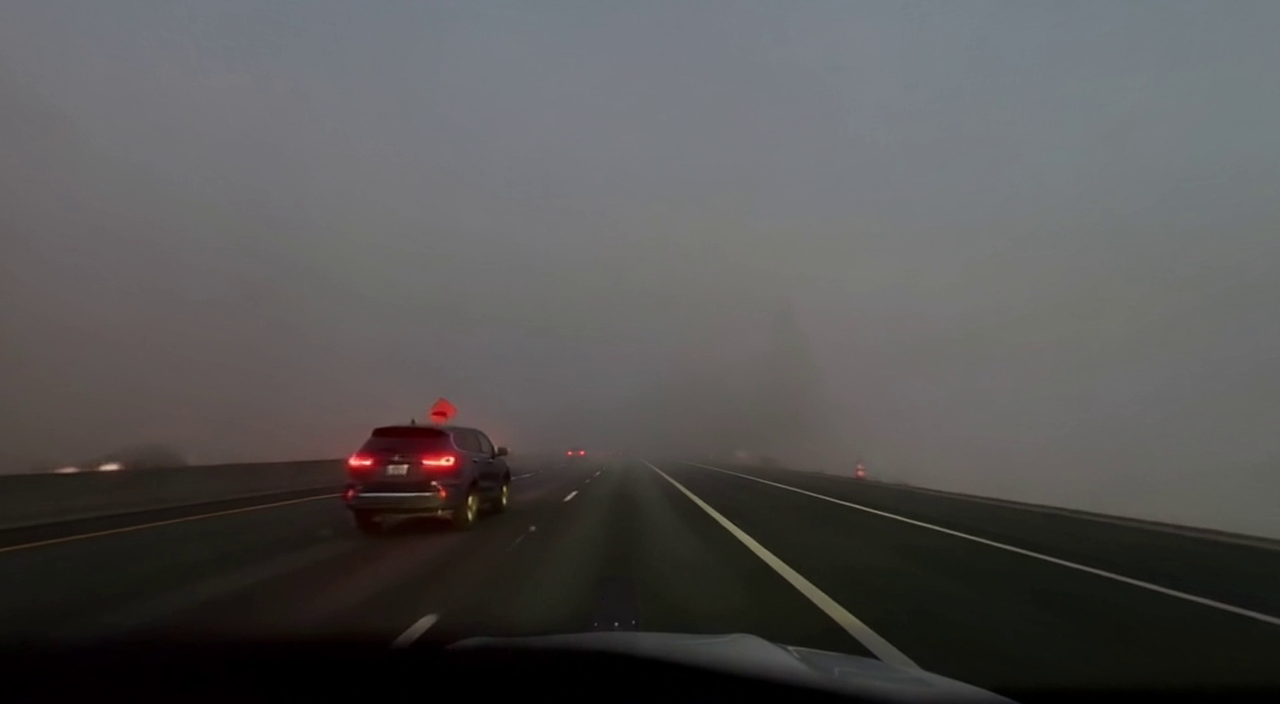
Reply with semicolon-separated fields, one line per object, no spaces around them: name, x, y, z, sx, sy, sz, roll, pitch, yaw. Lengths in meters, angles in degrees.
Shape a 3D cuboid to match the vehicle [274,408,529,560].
vehicle;-3.112;1.837;9.461;2.103;1.715;4.371;0;-9;0
